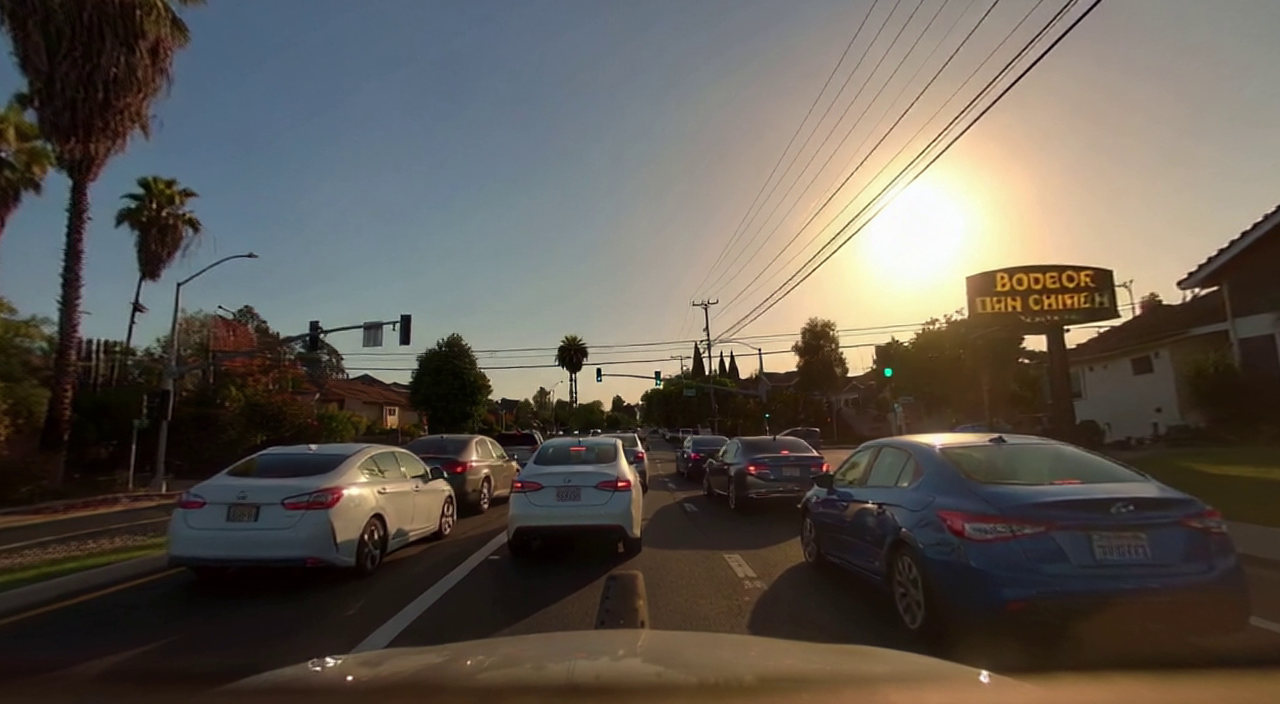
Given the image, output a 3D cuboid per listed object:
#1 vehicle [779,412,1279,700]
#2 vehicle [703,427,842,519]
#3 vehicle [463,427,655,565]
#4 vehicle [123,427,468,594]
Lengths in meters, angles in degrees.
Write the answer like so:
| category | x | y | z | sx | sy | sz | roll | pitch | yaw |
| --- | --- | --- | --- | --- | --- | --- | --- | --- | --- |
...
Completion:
| category | x | y | z | sx | sy | sz | roll | pitch | yaw |
| --- | --- | --- | --- | --- | --- | --- | --- | --- | --- |
| vehicle | 2.756 | 1.373 | 5.489 | 2.014 | 1.464 | 4.312 | 0 | -8 | -1 |
| vehicle | 2.568 | 2.468 | 13.405 | 1.956 | 1.615 | 4.205 | 0 | -9 | -1 |
| vehicle | -0.963 | 1.872 | 8.941 | 2.104 | 1.500 | 3.815 | 0 | -9 | -2 |
| vehicle | -3.713 | 1.763 | 8.005 | 2.058 | 1.474 | 4.473 | 0 | -9 | -3 |
